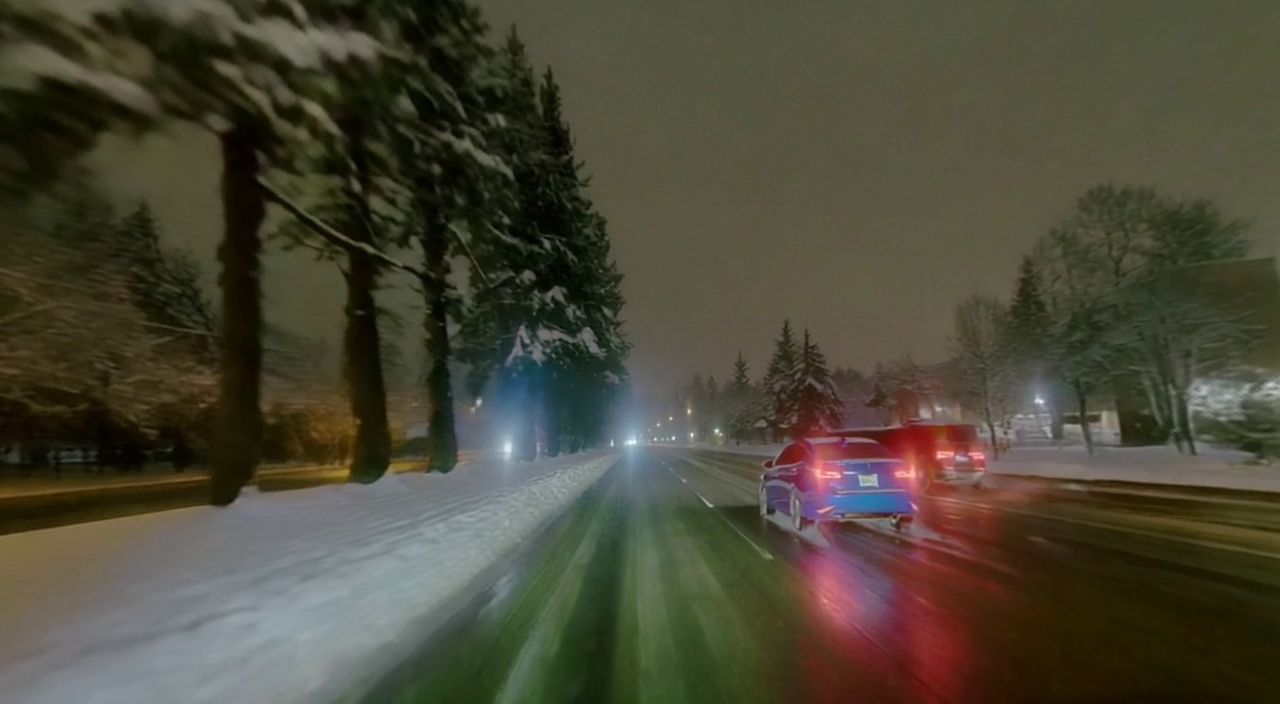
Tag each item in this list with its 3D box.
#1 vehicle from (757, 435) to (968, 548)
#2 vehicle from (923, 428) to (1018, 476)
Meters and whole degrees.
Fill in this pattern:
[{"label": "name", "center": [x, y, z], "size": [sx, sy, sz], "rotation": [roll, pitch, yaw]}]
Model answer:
[{"label": "vehicle", "center": [3.366, 2.176, 10.594], "size": [1.950, 1.473, 4.259], "rotation": [0, -8, 0]}, {"label": "vehicle", "center": [17.097, 5.214, 33.146], "size": [2.868, 2.233, 6.035], "rotation": [-2, -9, 13]}]
